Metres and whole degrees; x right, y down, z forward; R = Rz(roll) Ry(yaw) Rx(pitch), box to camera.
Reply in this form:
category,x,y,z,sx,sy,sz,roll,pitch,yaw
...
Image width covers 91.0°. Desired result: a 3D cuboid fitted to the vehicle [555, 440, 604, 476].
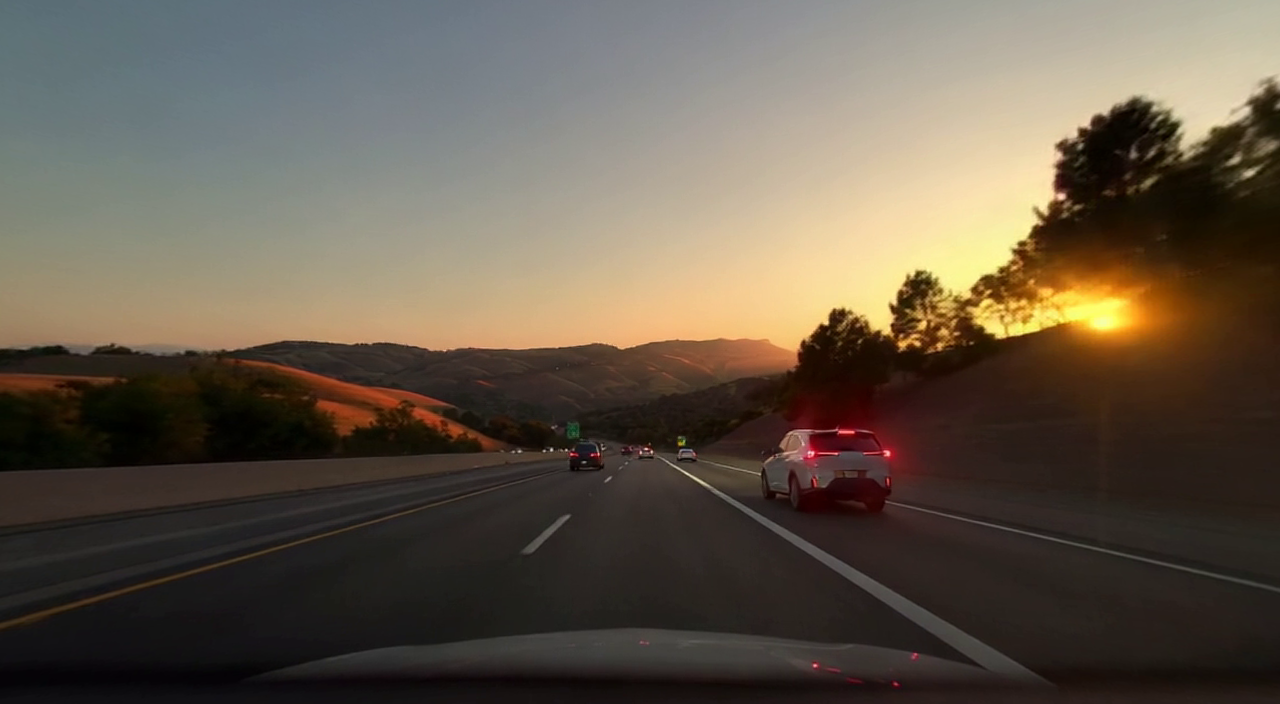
category,x,y,z,sx,sy,sz,roll,pitch,yaw
vehicle,-3.066,5.499,32.818,2.070,1.707,4.309,0,-9,1
